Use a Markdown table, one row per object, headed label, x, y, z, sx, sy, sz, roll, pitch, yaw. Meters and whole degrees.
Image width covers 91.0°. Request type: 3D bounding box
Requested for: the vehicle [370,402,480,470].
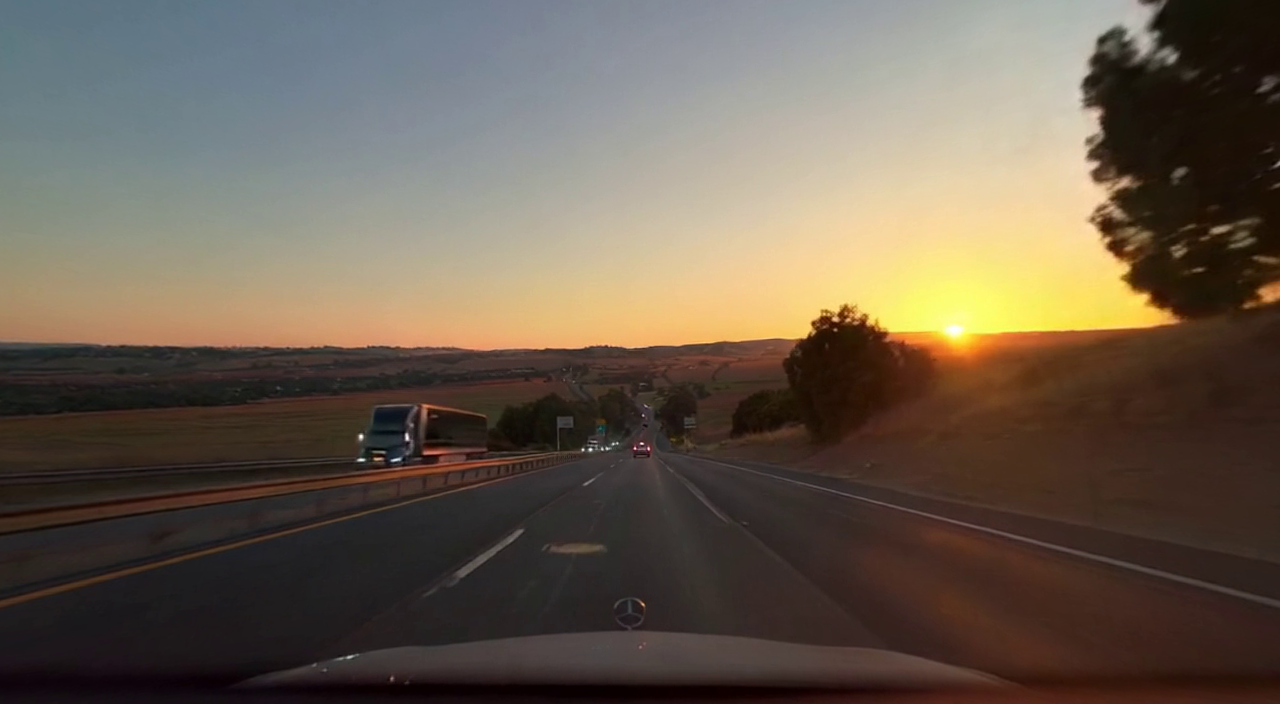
| label | x | y | z | sx | sy | sz | roll | pitch | yaw |
| --- | --- | --- | --- | --- | --- | --- | --- | --- | --- |
| vehicle | -14.851 | 6.122 | 45.360 | 2.953 | 4.112 | 14.059 | 0 | -8 | 0 |
